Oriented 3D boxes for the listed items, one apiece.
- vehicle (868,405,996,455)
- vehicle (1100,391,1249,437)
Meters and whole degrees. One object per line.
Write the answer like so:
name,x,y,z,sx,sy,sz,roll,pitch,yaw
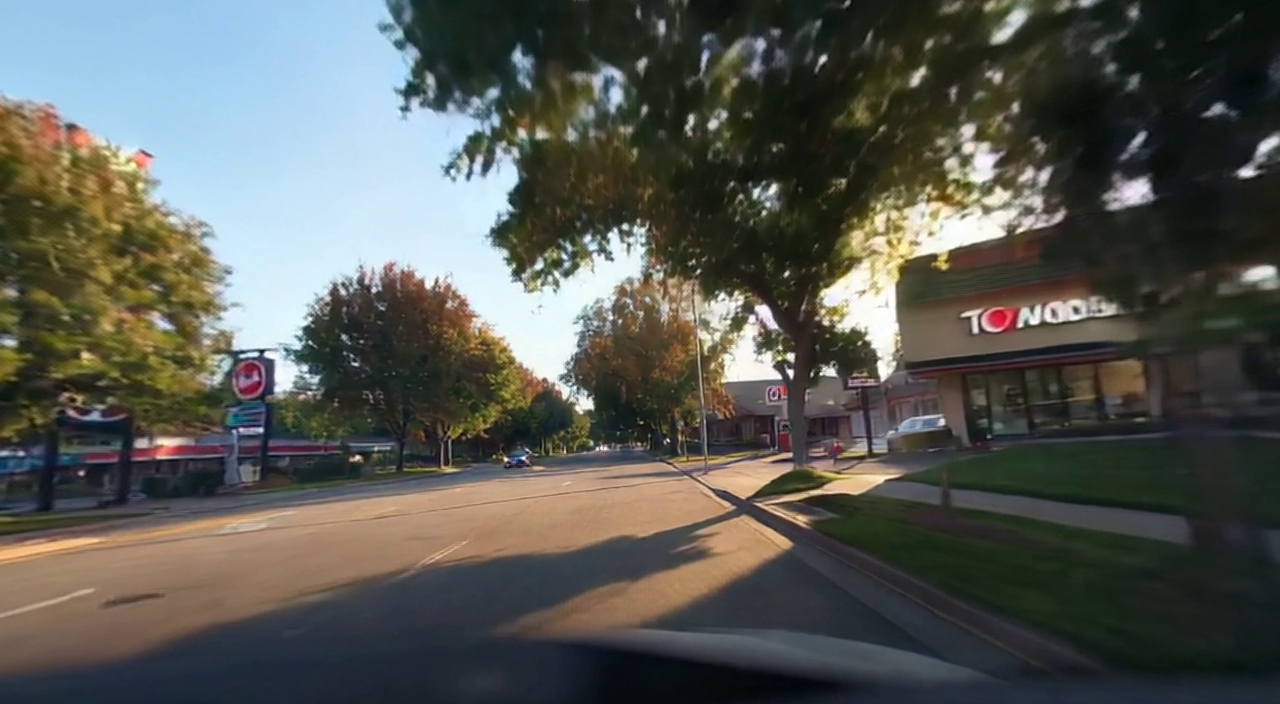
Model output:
vehicle,12.616,3.529,27.719,1.939,1.753,4.974,5,-12,-23
vehicle,23.824,2.836,28.366,1.796,1.664,4.617,1,-10,-32
